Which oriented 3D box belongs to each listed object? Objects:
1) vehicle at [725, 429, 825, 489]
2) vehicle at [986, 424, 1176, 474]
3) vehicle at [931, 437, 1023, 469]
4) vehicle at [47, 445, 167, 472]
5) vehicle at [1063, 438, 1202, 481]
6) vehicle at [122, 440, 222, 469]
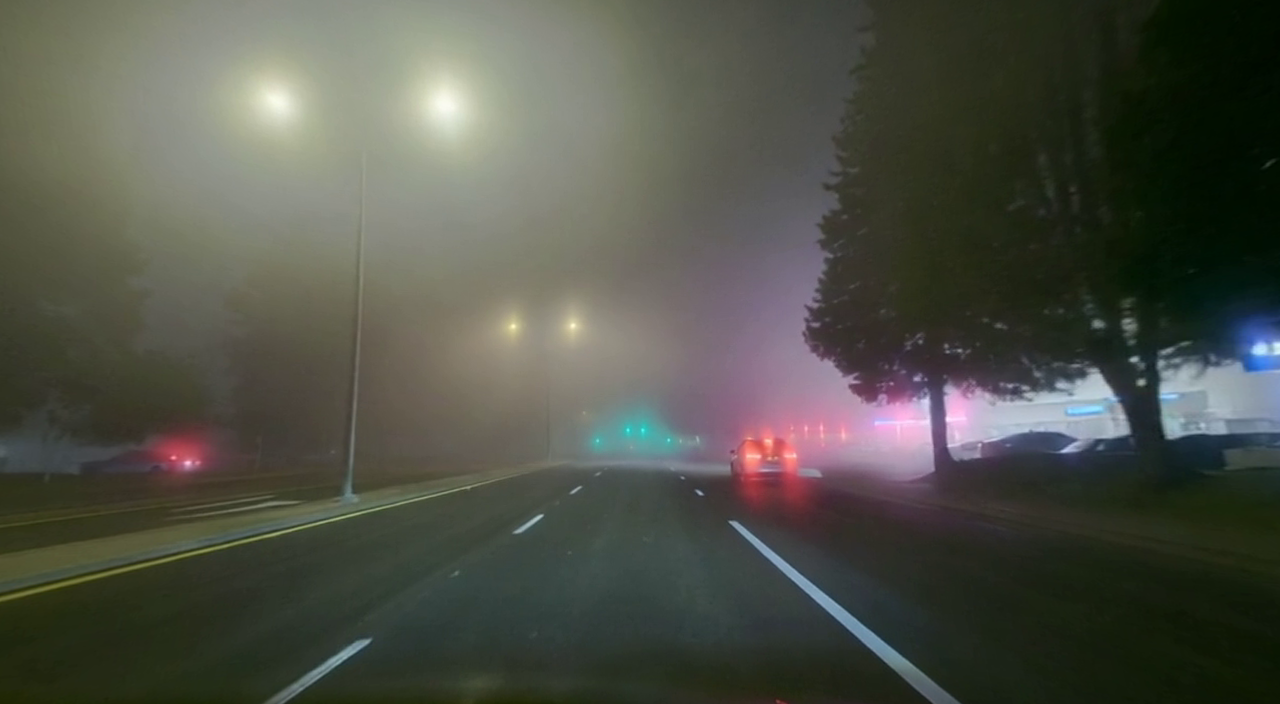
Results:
[{"bbox_3d":[4.586,3.720,22.405,2.245,1.864,5.076,0,-8,-2],"label":"vehicle"},{"bbox_3d":[16.702,3.723,24.184,5.536,1.705,2.122,-1,-9,1],"label":"vehicle"},{"bbox_3d":[15.998,4.782,30.090,3.383,1.393,1.730,1,-8,3],"label":"vehicle"},{"bbox_3d":[-33.023,6.589,39.256,5.406,1.627,2.177,0,-8,-1],"label":"vehicle"},{"bbox_3d":[16.666,3.641,21.477,3.269,1.315,1.731,0,-9,-3],"label":"vehicle"},{"bbox_3d":[-33.044,7.287,44.718,5.259,1.760,2.094,-2,-10,-3],"label":"vehicle"}]
